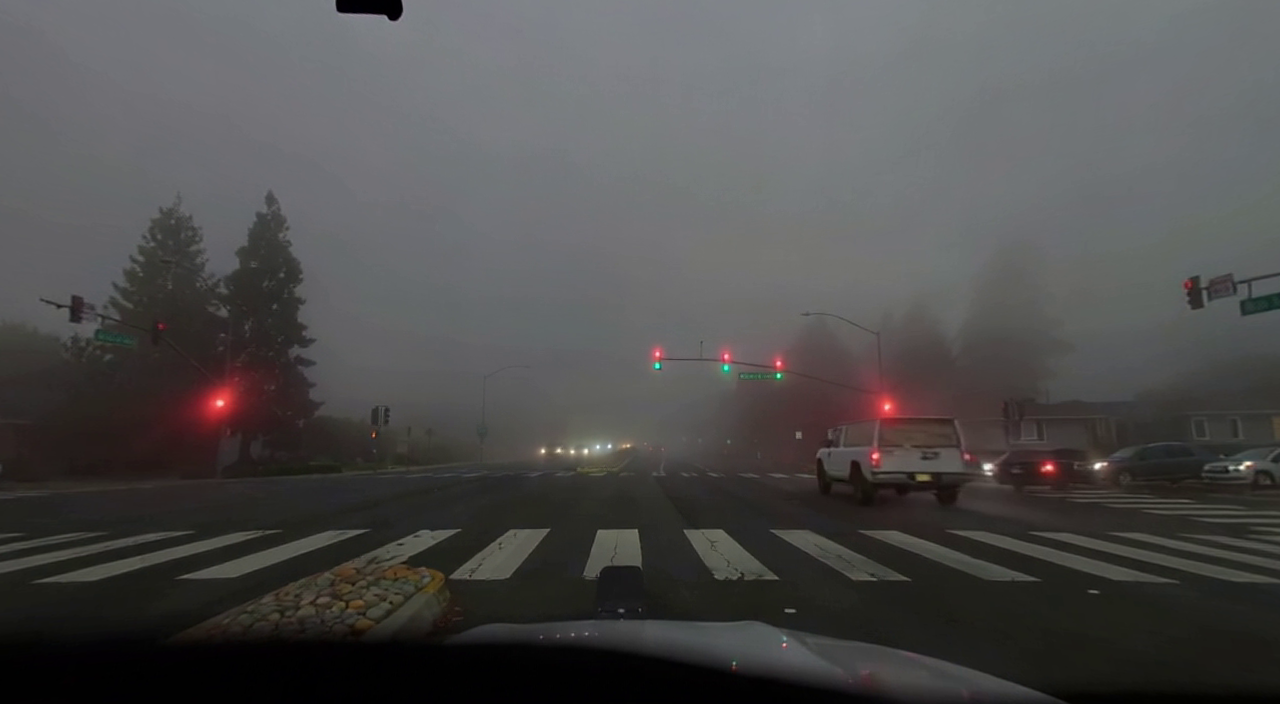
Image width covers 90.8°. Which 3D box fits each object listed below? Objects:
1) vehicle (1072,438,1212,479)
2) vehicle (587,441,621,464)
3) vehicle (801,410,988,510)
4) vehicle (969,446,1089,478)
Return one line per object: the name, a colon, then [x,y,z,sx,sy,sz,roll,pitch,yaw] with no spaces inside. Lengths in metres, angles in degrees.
vehicle: [23.529,4.988,29.732,4.807,1.835,2.033,0,-9,-1]
vehicle: [-2.357,6.715,42.290,2.045,1.484,3.991,0,-9,0]
vehicle: [5.989,2.654,15.933,2.273,2.042,5.717,0,-9,-1]
vehicle: [19.767,5.605,32.230,4.874,1.544,1.779,0,-9,1]
